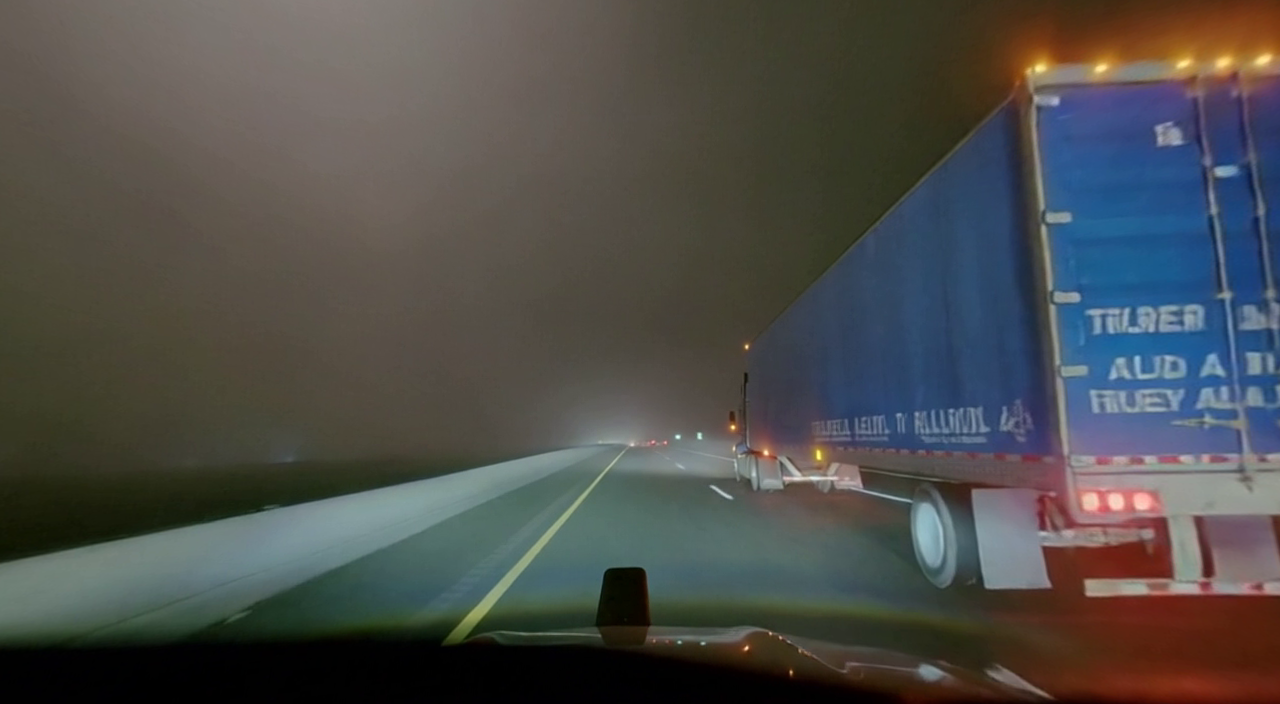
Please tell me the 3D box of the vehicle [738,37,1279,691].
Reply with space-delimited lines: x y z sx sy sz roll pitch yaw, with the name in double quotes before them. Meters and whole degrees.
"vehicle" 4.216 0.939 10.901 3.006 4.093 14.142 0 -8 1
